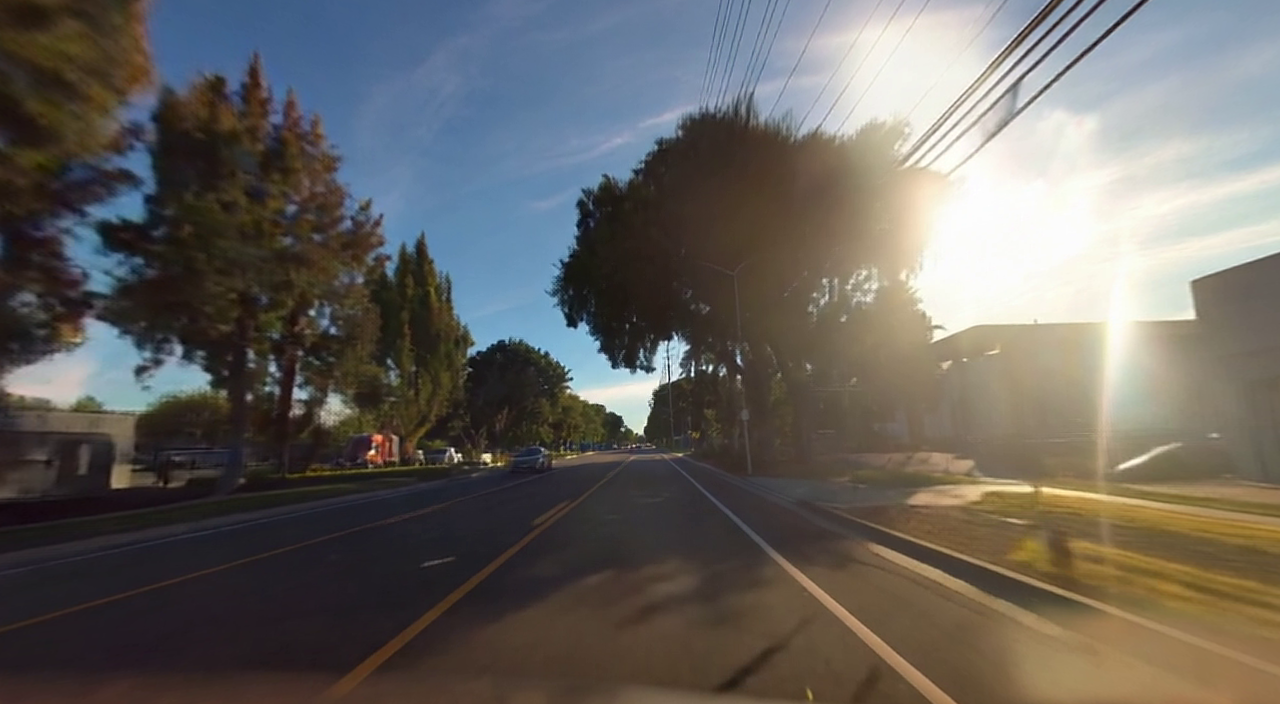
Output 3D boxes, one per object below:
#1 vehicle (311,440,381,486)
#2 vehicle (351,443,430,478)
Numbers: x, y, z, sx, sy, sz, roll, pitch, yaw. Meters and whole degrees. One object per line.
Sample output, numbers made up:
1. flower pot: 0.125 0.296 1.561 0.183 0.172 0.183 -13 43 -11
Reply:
1. vehicle: -16.504 6.214 35.604 1.972 1.891 3.936 -1 0 2
2. vehicle: -14.024 6.085 35.798 1.949 1.735 5.568 -2 -8 4
